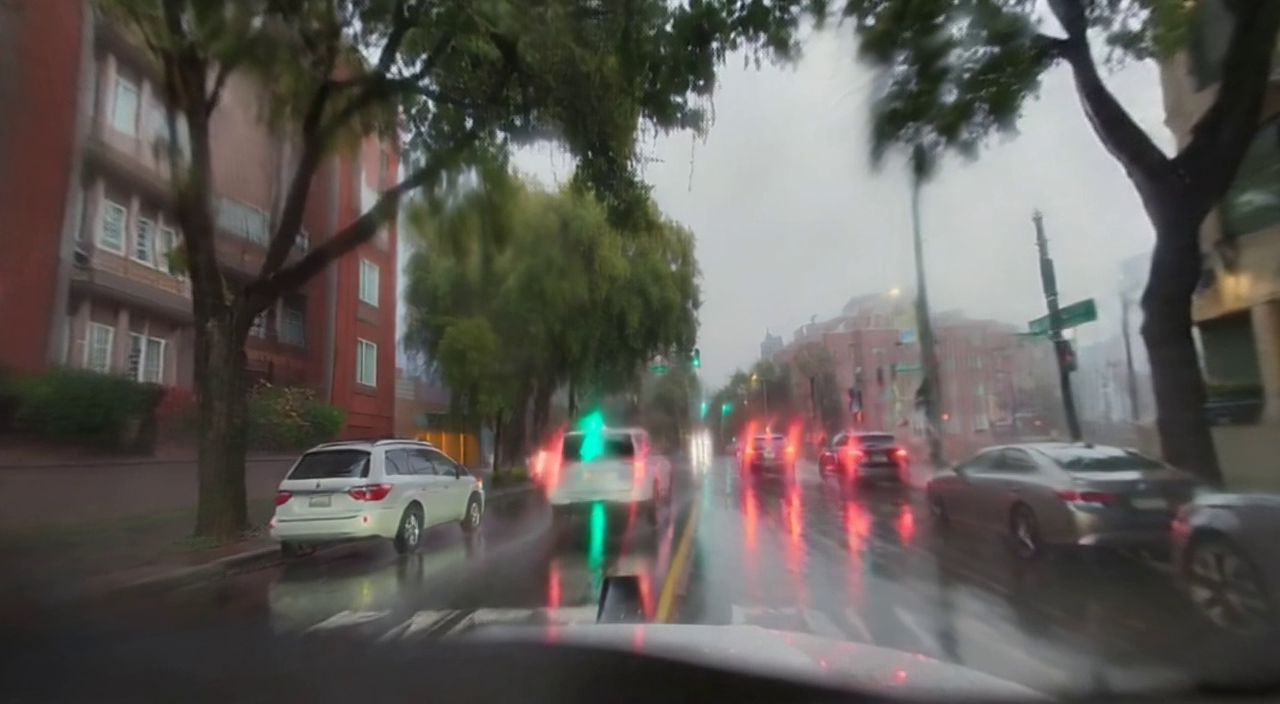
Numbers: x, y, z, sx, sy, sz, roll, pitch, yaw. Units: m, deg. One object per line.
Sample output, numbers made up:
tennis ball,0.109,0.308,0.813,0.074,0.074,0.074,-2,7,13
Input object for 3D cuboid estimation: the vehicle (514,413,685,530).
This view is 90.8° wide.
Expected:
vehicle,-0.497,2.298,12.741,2.333,1.832,5.200,-2,-9,9

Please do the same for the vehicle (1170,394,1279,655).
vehicle,4.778,0.852,2.480,1.883,1.601,4.305,-1,-9,5

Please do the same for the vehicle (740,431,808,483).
vehicle,4.666,3.685,22.351,2.111,1.619,4.077,-2,-9,10

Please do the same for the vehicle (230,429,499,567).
vehicle,-4.161,2.252,10.581,2.013,1.772,4.439,-2,-9,8

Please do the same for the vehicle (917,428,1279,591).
vehicle,5.231,1.758,7.959,1.937,1.442,4.338,-1,-9,6

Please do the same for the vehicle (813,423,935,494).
vehicle,6.818,3.187,19.163,2.093,1.815,5.441,-1,-9,5

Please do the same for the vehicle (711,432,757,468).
vehicle,4.731,4.996,32.230,2.111,1.705,4.093,-1,-9,6
